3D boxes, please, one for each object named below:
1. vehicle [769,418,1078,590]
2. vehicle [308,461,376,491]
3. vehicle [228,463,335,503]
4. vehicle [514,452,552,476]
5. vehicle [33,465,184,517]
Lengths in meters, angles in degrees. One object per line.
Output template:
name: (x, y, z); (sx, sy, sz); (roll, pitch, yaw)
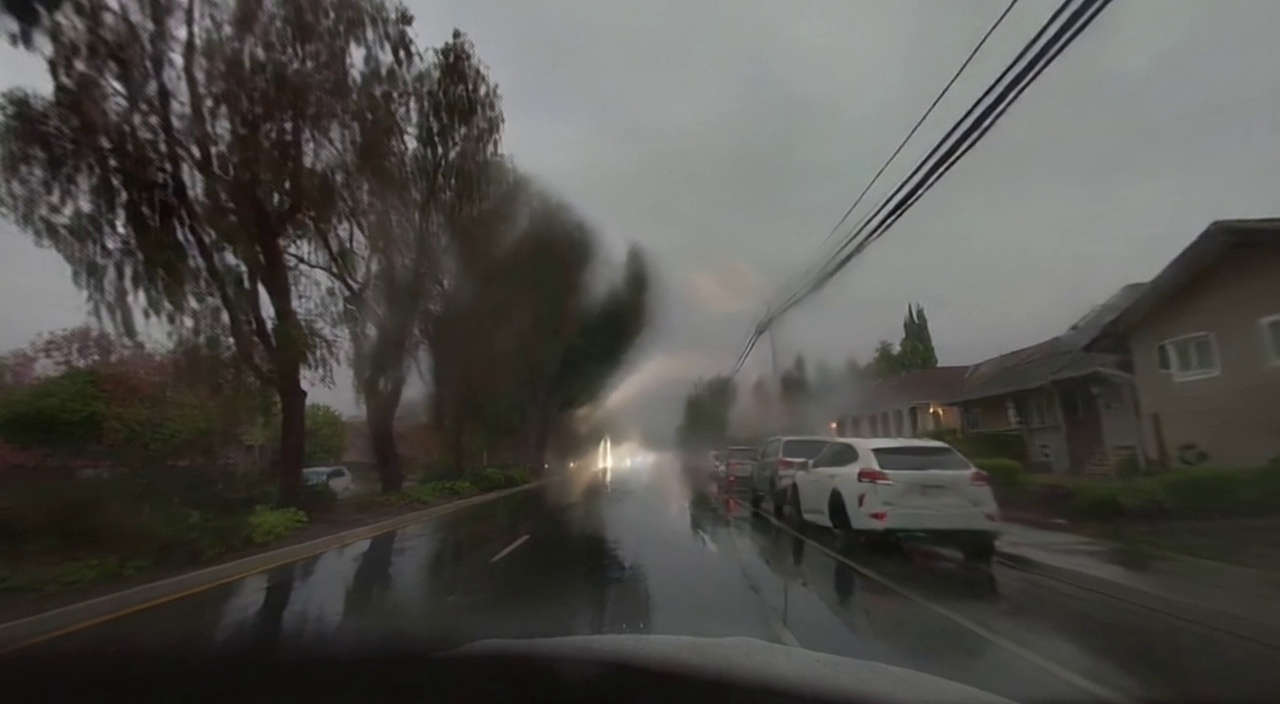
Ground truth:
vehicle: (3.441, 1.933, 9.113); (2.078, 1.738, 5.133); (0, -8, 0)
vehicle: (-18.960, 7.874, 40.309); (2.013, 1.667, 4.412); (-1, -8, 3)
vehicle: (-16.194, 5.921, 28.845); (1.946, 1.492, 4.794); (-1, -8, 2)
vehicle: (-8.329, 8.724, 49.361); (2.331, 1.696, 4.861); (0, -8, -3)
vehicle: (-24.045, 6.276, 28.893); (2.305, 1.919, 5.187); (-1, -8, 2)
